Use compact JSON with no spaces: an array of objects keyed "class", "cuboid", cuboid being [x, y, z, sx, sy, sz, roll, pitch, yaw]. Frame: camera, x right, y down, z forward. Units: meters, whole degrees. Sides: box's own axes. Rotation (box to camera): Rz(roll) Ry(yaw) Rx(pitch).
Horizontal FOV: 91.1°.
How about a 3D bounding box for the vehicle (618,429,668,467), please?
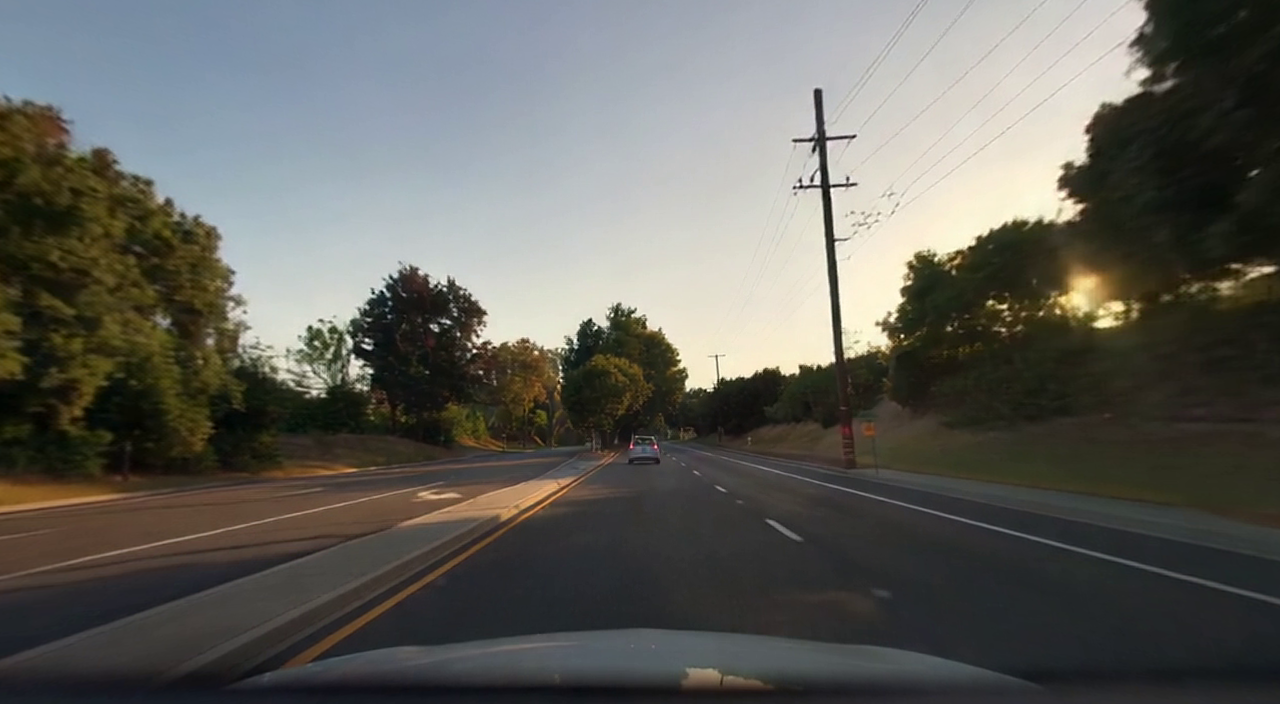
[{"class":"vehicle","cuboid":[0.150,4.665,30.639,2.256,1.734,4.176,0,-8,1]}]
